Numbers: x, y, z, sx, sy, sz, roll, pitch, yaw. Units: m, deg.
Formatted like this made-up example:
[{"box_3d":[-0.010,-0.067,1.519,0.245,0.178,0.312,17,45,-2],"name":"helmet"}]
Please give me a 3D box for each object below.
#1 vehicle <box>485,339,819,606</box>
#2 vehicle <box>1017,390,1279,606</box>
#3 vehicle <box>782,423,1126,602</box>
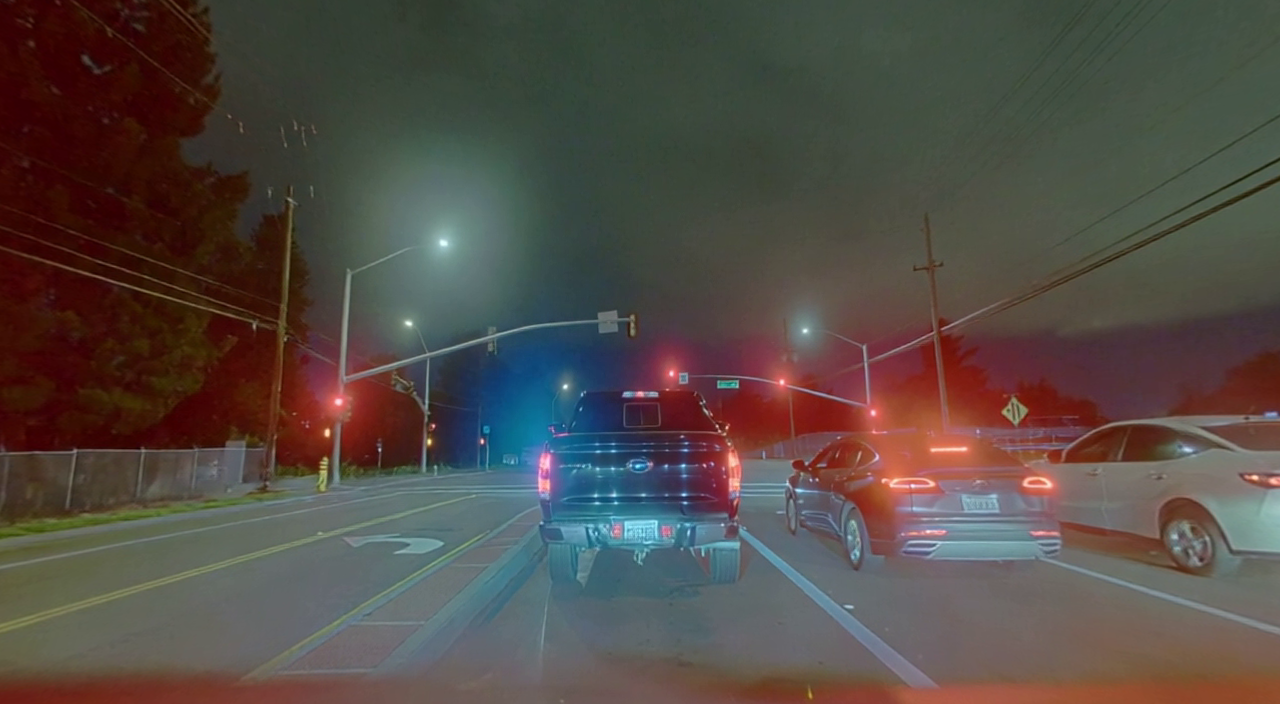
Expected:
[{"box_3d":[0.136,1.470,8.553,2.831,2.284,6.149,0,-8,1],"name":"vehicle"},{"box_3d":[6.170,1.372,6.397,1.982,1.727,4.352,0,-8,1],"name":"vehicle"},{"box_3d":[3.125,1.660,7.429,1.993,1.495,4.060,0,-8,1],"name":"vehicle"}]
